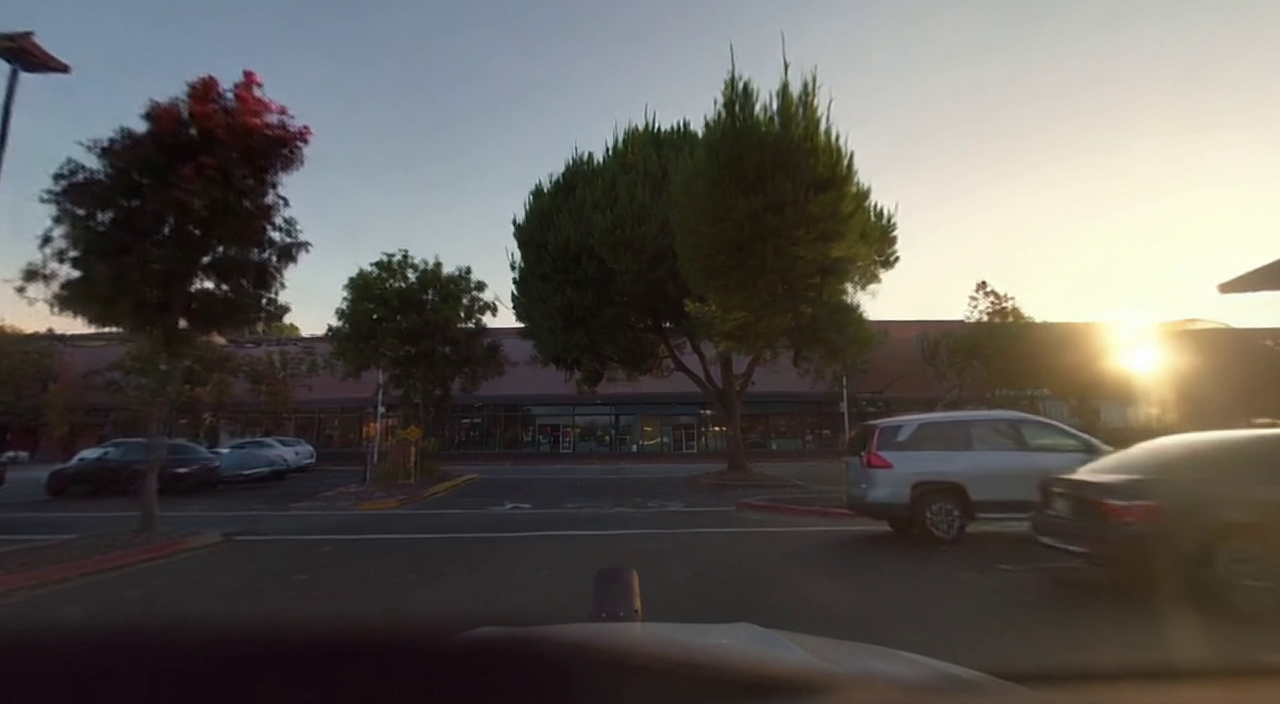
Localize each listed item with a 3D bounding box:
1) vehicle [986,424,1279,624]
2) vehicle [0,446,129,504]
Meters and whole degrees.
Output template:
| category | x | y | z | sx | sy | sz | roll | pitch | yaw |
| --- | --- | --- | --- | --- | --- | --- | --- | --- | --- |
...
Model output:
| category | x | y | z | sx | sy | sz | roll | pitch | yaw |
| --- | --- | --- | --- | --- | --- | --- | --- | --- | --- |
| vehicle | 5.980 | 1.452 | 5.794 | 4.488 | 1.499 | 1.833 | 0 | -9 | 0 |
| vehicle | -16.110 | 3.181 | 16.555 | 3.898 | 1.430 | 1.973 | 5 | -10 | -31 |
